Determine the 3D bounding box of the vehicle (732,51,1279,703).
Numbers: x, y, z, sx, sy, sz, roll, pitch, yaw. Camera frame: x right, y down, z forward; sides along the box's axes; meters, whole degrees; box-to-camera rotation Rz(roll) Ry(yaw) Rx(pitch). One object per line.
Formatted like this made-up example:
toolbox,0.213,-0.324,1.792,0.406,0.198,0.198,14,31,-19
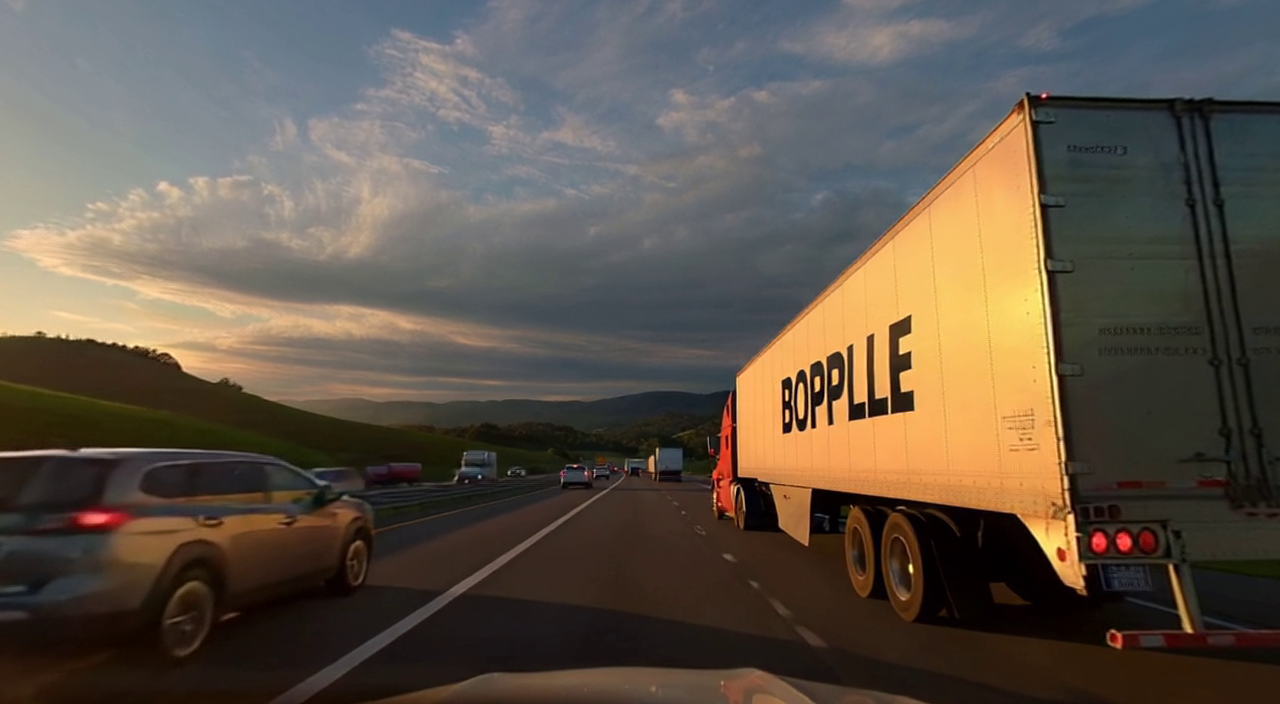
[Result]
vehicle,4.069,1.309,10.703,2.839,4.062,14.051,1,-11,0

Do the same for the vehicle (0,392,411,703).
vehicle,-3.322,1.240,4.108,2.021,1.505,4.286,1,-11,0

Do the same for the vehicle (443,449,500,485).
vehicle,-12.271,8.525,46.464,2.216,2.401,6.740,1,-11,0

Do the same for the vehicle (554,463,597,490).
vehicle,-3.947,7.758,39.411,2.088,1.566,4.853,1,-11,1
